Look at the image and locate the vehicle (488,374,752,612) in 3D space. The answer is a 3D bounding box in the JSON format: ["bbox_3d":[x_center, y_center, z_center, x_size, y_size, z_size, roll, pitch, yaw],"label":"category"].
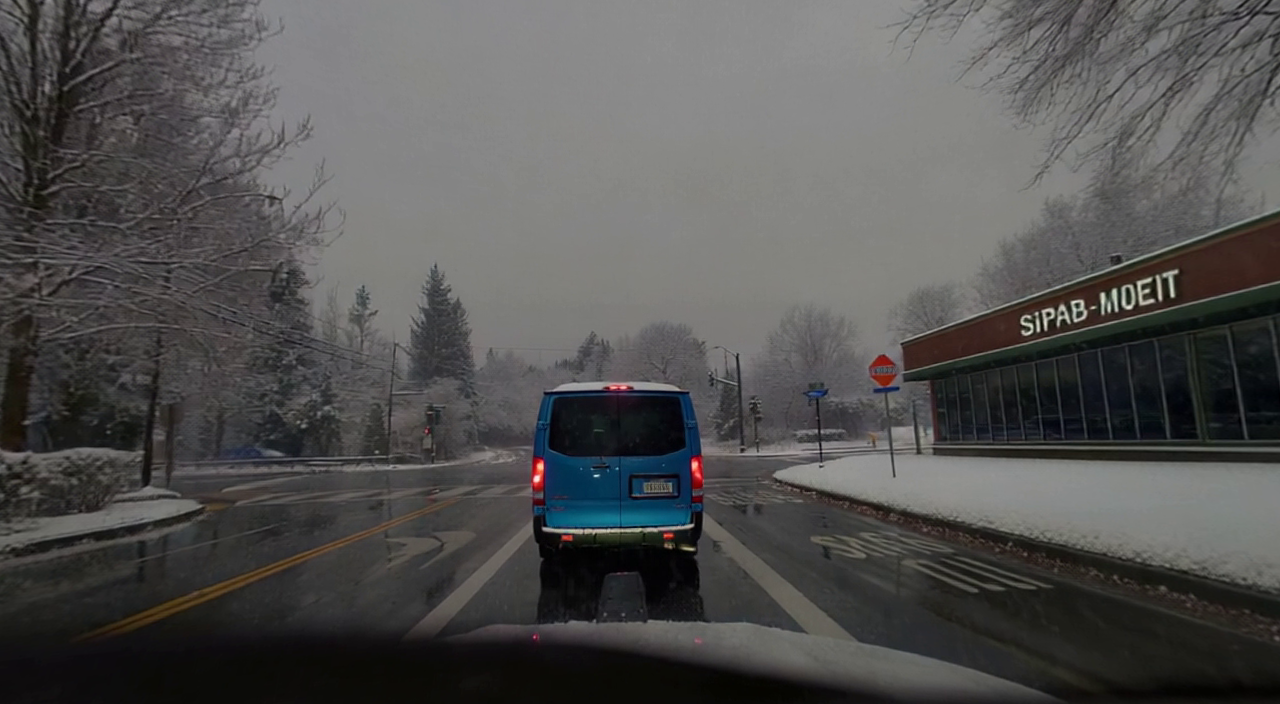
[{"bbox_3d":[-0.292,1.467,7.298,2.181,1.949,3.932,1,-9,-4],"label":"vehicle"}]
